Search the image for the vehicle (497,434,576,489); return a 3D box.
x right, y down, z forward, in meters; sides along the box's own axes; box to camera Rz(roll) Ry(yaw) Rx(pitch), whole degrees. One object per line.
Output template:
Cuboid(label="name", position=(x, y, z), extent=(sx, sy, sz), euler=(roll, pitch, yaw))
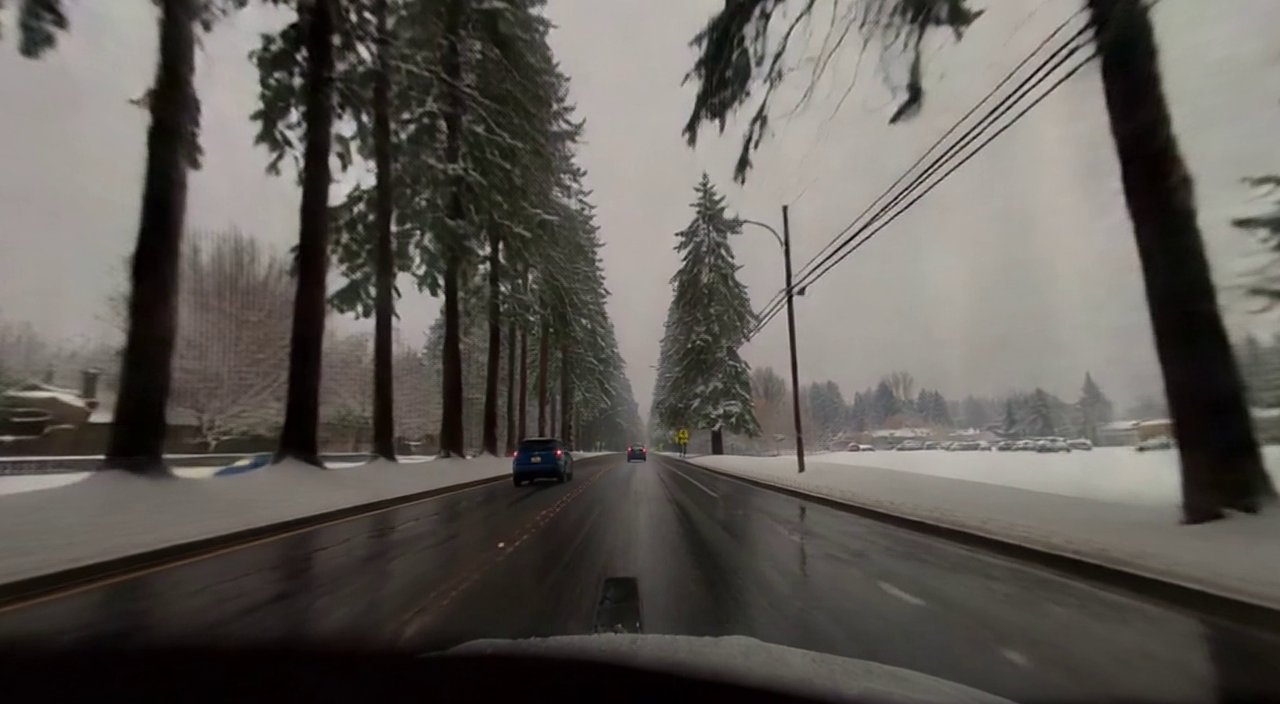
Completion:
Cuboid(label="vehicle", position=(-3.602, 3.886, 22.742), extent=(2.078, 1.748, 4.279), euler=(0, -8, 0))

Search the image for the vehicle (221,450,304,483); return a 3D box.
Cuboid(label="vehicle", position=(-21.240, 6.442, 35.795), extent=(1.897, 1.690, 4.492), euler=(0, -8, 0))
